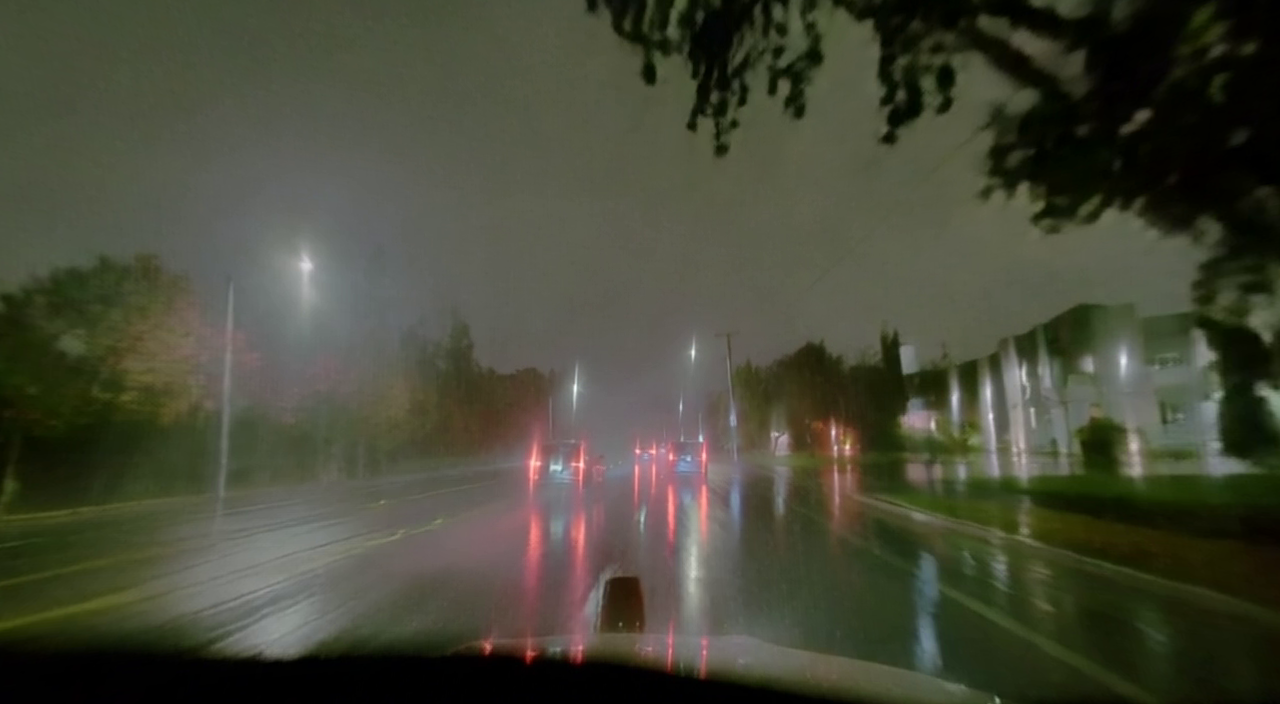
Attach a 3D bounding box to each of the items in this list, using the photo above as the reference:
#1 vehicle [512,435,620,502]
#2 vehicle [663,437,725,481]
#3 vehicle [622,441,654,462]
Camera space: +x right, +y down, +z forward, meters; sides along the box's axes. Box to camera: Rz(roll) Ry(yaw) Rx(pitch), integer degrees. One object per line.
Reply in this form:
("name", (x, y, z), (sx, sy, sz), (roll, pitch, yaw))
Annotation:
("vehicle", (-1.741, 2.955, 16.424), (2.030, 1.467, 4.403), (-1, -8, 3))
("vehicle", (1.924, 3.931, 23.392), (2.065, 1.456, 4.099), (-1, -8, 2))
("vehicle", (-0.105, 7.270, 46.171), (2.114, 1.500, 3.912), (-1, -8, 3))
